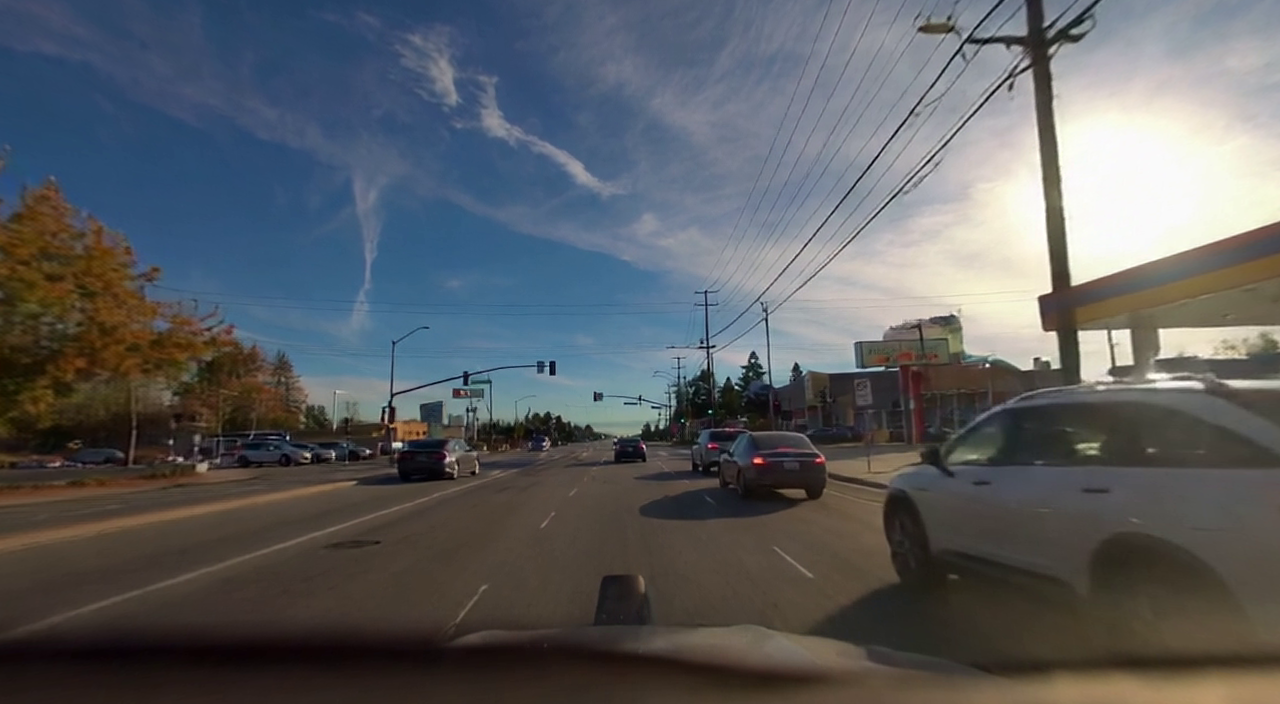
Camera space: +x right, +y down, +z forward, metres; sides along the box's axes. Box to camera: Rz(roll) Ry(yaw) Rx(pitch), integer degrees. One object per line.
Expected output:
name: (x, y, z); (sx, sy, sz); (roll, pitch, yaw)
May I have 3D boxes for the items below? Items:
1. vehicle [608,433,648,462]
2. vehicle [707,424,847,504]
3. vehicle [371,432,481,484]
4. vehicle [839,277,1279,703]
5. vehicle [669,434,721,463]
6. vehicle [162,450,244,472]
vehicle: (-0.685, 5.261, 35.050); (2.065, 1.484, 3.894); (0, -8, -2)
vehicle: (2.816, 2.413, 14.115); (1.945, 1.470, 4.363); (0, -8, -3)
vehicle: (-6.683, 3.330, 20.285); (2.075, 1.470, 4.190); (0, -8, 0)
vehicle: (3.205, 0.903, 3.961); (2.124, 1.824, 4.973); (0, -8, -2)
vehicle: (2.853, 5.127, 33.853); (2.208, 1.436, 4.542); (0, -8, -2)
vehicle: (-33.858, 8.408, 49.029); (4.989, 1.567, 2.075); (-1, -8, 8)
